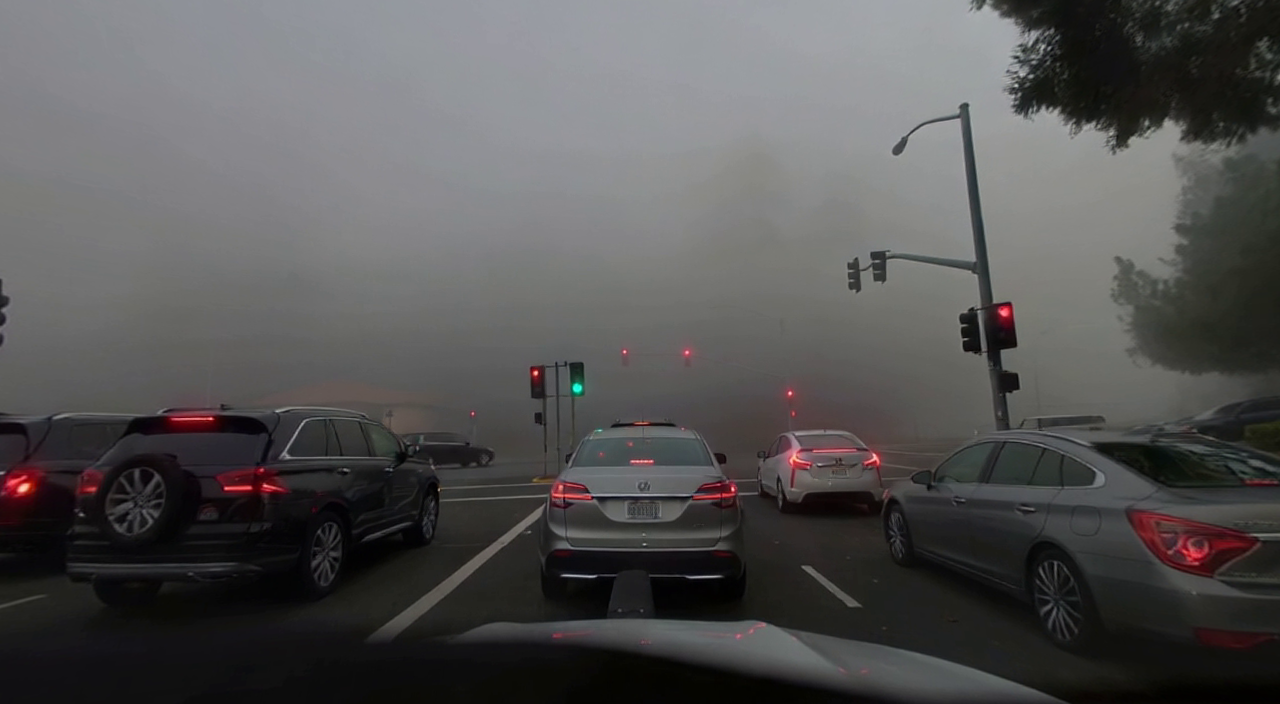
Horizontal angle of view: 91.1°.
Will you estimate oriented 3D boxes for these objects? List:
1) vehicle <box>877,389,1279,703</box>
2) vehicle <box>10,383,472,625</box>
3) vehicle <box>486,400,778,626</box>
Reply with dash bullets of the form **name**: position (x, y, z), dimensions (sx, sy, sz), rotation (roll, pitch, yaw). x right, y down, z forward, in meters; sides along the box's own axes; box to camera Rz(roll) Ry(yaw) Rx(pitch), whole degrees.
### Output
- **vehicle**: position (3.594, 1.209, 4.601), dimensions (2.010, 1.486, 4.498), rotation (0, -8, 1)
- **vehicle**: position (-3.541, 1.430, 6.866), dimensions (2.014, 1.755, 4.360), rotation (0, -8, 3)
- **vehicle**: position (-0.034, 1.401, 6.307), dimensions (2.047, 1.579, 3.642), rotation (0, -8, 1)
